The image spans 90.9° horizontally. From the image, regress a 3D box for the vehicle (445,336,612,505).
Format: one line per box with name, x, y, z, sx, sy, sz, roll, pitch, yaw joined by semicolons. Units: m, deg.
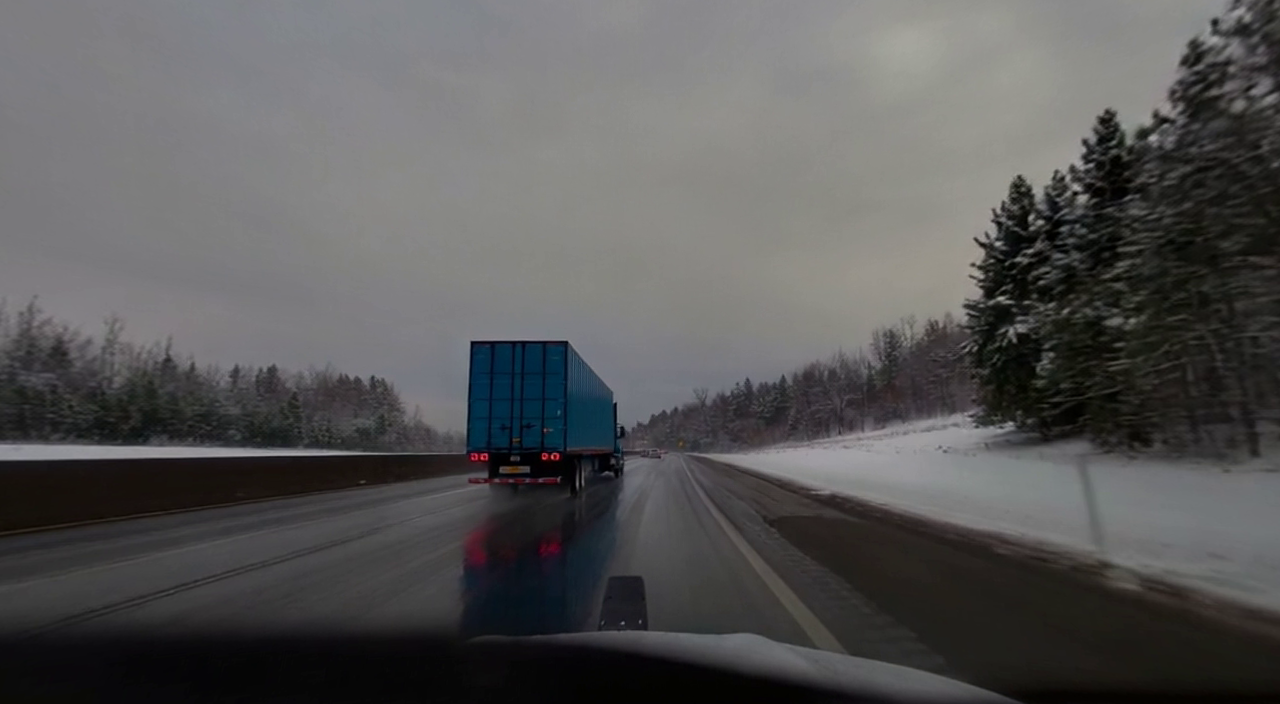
vehicle;-3.008;2.729;22.573;2.851;4.098;14.436;0;-9;2
